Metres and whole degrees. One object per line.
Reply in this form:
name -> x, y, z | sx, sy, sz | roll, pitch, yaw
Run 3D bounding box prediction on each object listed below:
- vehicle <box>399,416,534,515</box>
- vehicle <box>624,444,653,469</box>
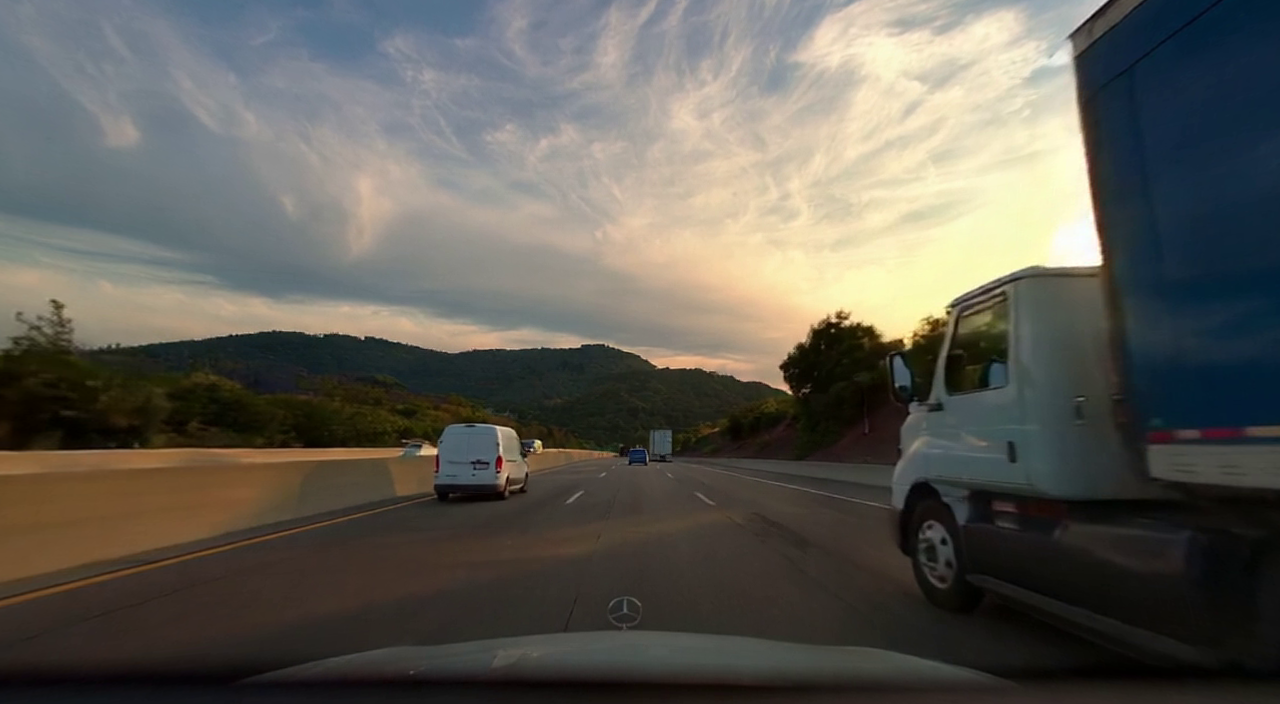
vehicle -> -3.959, 2.711, 15.373 | 1.955, 2.004, 4.792 | 0, -9, 0
vehicle -> -0.120, 8.005, 48.340 | 2.166, 1.747, 4.299 | 0, -9, 0
